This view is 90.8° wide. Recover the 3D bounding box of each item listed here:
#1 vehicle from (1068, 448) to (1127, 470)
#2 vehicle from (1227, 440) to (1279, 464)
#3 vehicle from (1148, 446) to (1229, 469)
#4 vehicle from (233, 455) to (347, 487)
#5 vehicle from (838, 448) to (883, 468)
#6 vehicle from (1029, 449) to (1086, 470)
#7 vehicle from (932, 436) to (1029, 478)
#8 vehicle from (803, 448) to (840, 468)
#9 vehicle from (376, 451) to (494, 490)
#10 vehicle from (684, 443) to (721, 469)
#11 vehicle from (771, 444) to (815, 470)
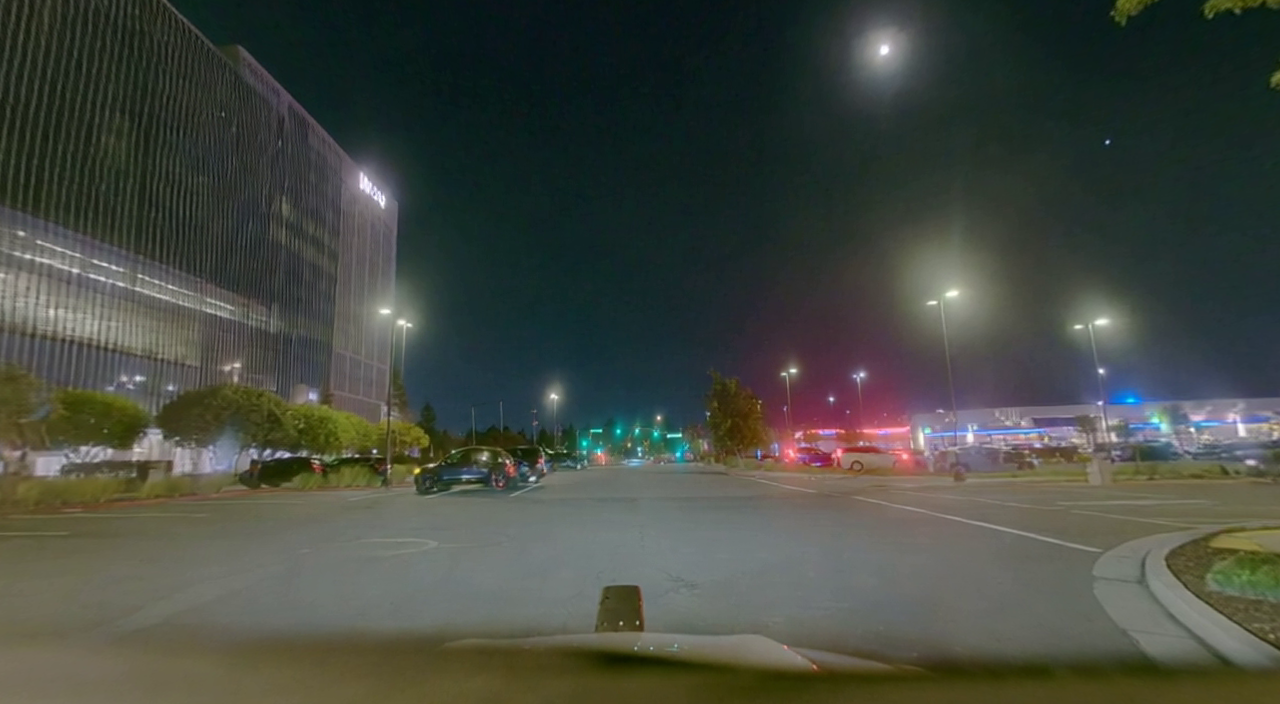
[{"bbox_3d":[31.297,7.308,43.271,1.519,1.371,3.278,0,-8,-1],"label":"vehicle"},{"bbox_3d":[43.061,6.810,43.086,1.758,1.572,4.421,0,-8,1],"label":"vehicle"},{"bbox_3d":[37.016,7.116,42.776,1.678,1.423,4.191,0,-8,-2],"label":"vehicle"},{"bbox_3d":[-16.742,5.694,30.356,4.331,1.437,1.876,0,-8,2],"label":"vehicle"},{"bbox_3d":[17.053,8.223,49.069,1.971,1.478,4.477,0,-8,1],"label":"vehicle"},{"bbox_3d":[28.304,7.286,42.959,1.495,1.371,3.336,-1,-9,-1],"label":"vehicle"},{"bbox_3d":[16.477,5.093,30.948,2.048,1.852,4.998,0,-9,1],"label":"vehicle"},{"bbox_3d":[14.208,8.300,49.644,1.935,1.477,3.719,0,-9,3],"label":"vehicle"},{"bbox_3d":[-8.699,4.972,26.901,4.442,1.504,1.809,4,-10,-28],"label":"vehicle"},{"bbox_3d":[4.597,7.744,47.286,2.262,1.794,5.331,0,-8,1],"label":"vehicle"},{"bbox_3d":[10.524,7.204,43.703,1.936,1.673,4.305,0,-8,0],"label":"vehicle"}]
